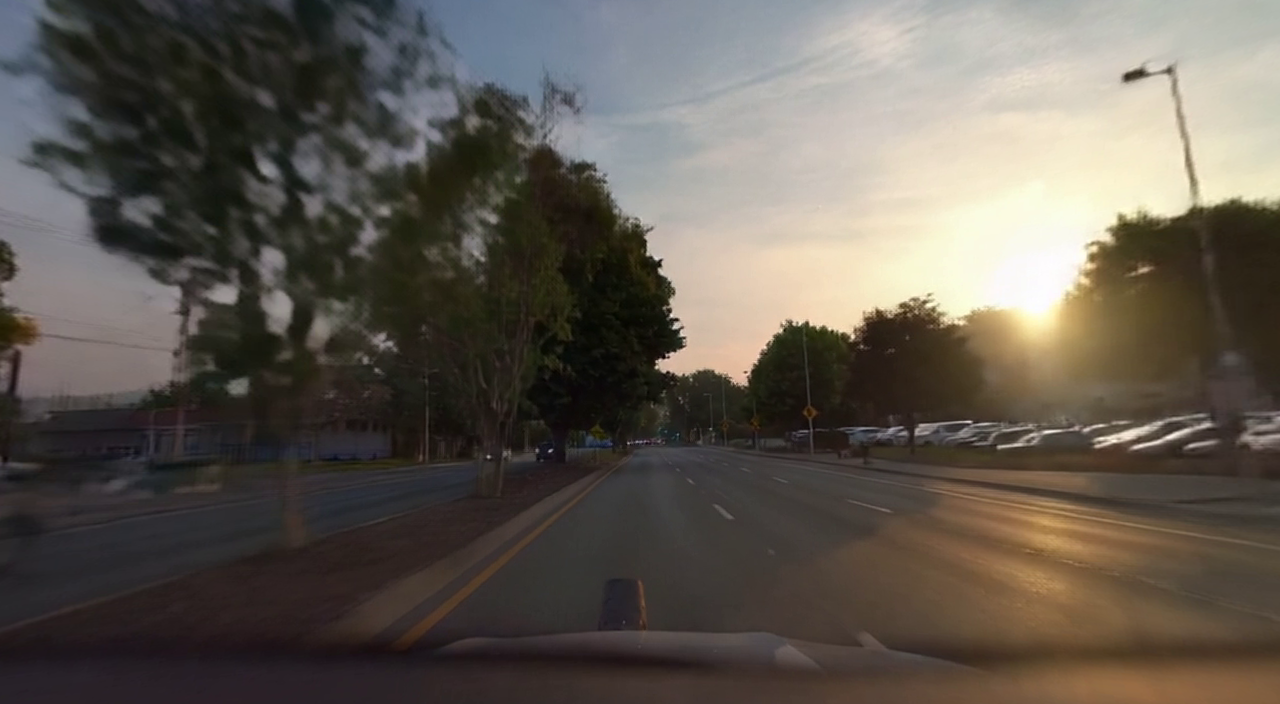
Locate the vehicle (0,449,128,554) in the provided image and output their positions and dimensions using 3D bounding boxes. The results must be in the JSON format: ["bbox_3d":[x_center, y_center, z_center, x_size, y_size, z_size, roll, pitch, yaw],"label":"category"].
[{"bbox_3d":[-10.023,2.083,8.687,1.942,1.468,4.708,0,-9,1],"label":"vehicle"}]
